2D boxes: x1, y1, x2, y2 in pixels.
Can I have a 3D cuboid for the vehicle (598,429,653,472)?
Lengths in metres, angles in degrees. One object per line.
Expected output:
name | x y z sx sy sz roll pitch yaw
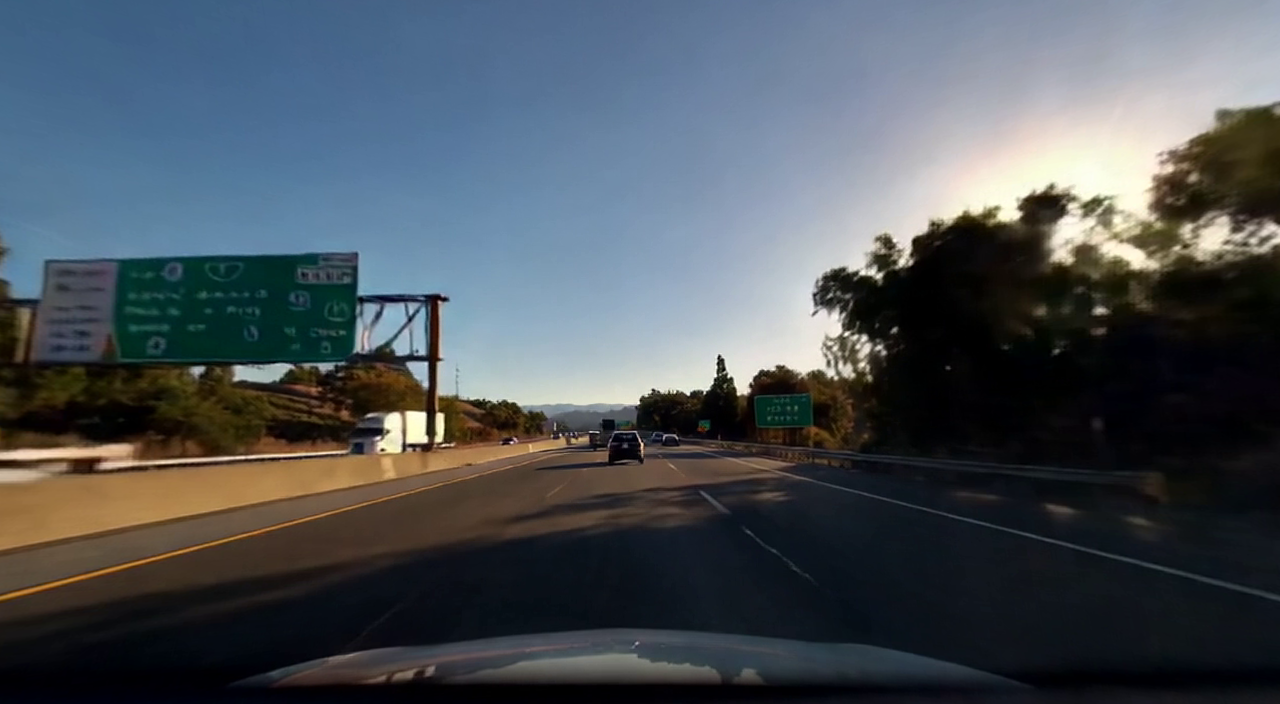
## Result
vehicle | -0.579 3.979 25.740 2.094 1.600 3.666 0 -8 -1

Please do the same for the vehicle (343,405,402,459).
vehicle | -20.482 6.164 48.416 2.961 4.001 3.172 0 -8 0
